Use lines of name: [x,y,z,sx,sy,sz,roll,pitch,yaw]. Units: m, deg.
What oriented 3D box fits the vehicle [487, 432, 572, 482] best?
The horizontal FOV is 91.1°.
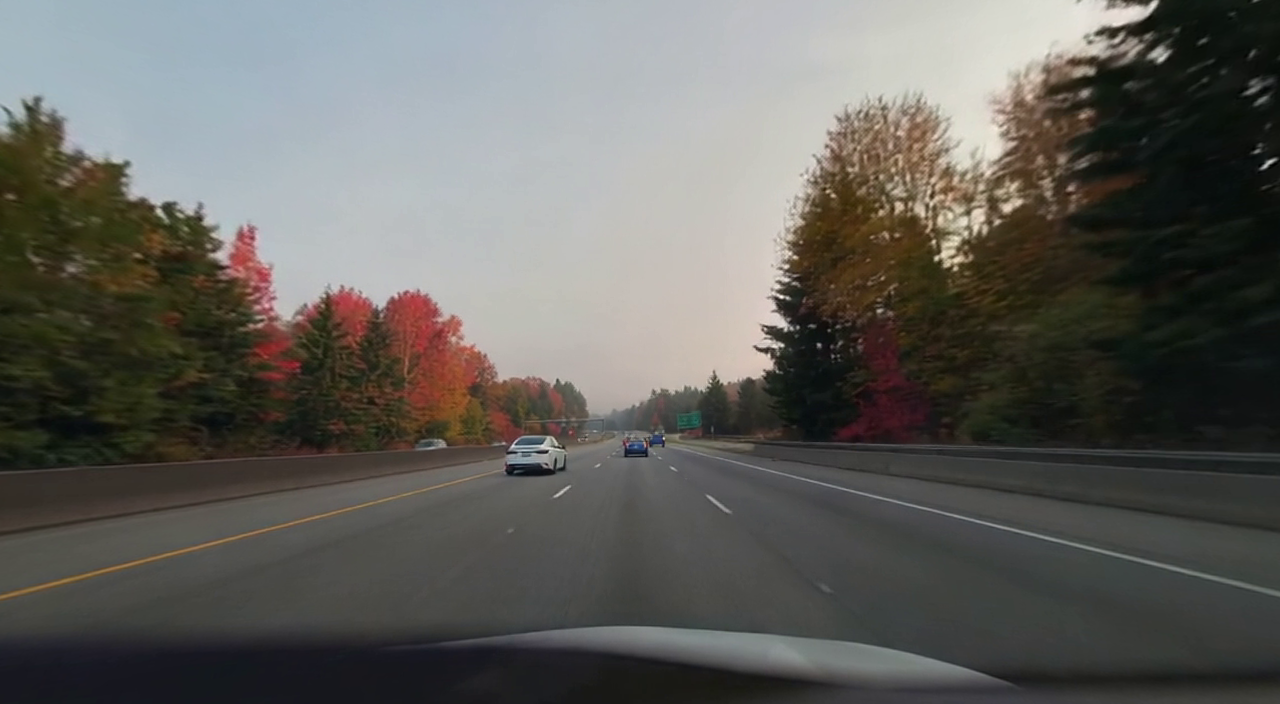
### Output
vehicle: [-3.605,3.530,21.432,2.103,1.507,4.367,0,-8,0]
